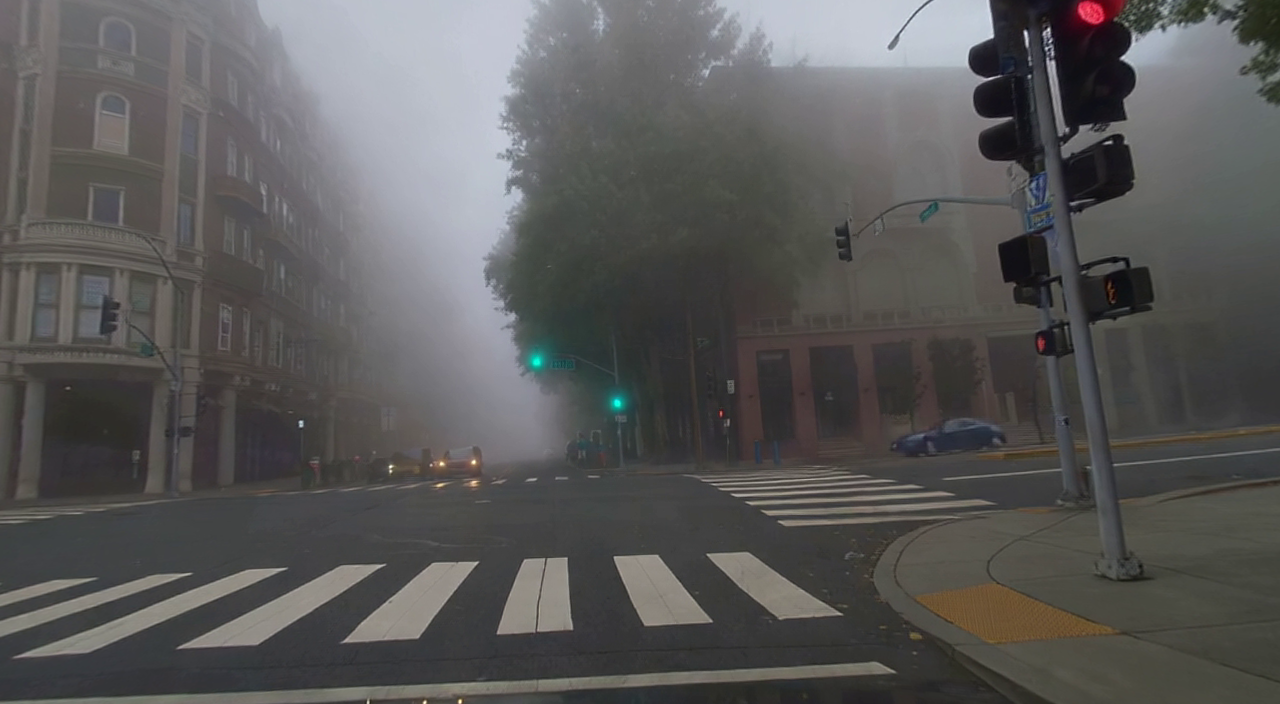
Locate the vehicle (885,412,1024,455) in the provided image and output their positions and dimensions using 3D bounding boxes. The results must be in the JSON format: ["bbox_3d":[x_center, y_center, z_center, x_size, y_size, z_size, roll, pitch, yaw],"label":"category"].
[{"bbox_3d":[12.490,3.279,25.202,4.626,1.636,2.004,2,-9,-11],"label":"vehicle"}]

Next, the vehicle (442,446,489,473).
[{"bbox_3d":[-10.454,6.472,38.162,2.196,1.503,4.371,1,-9,-8],"label":"vehicle"}]
